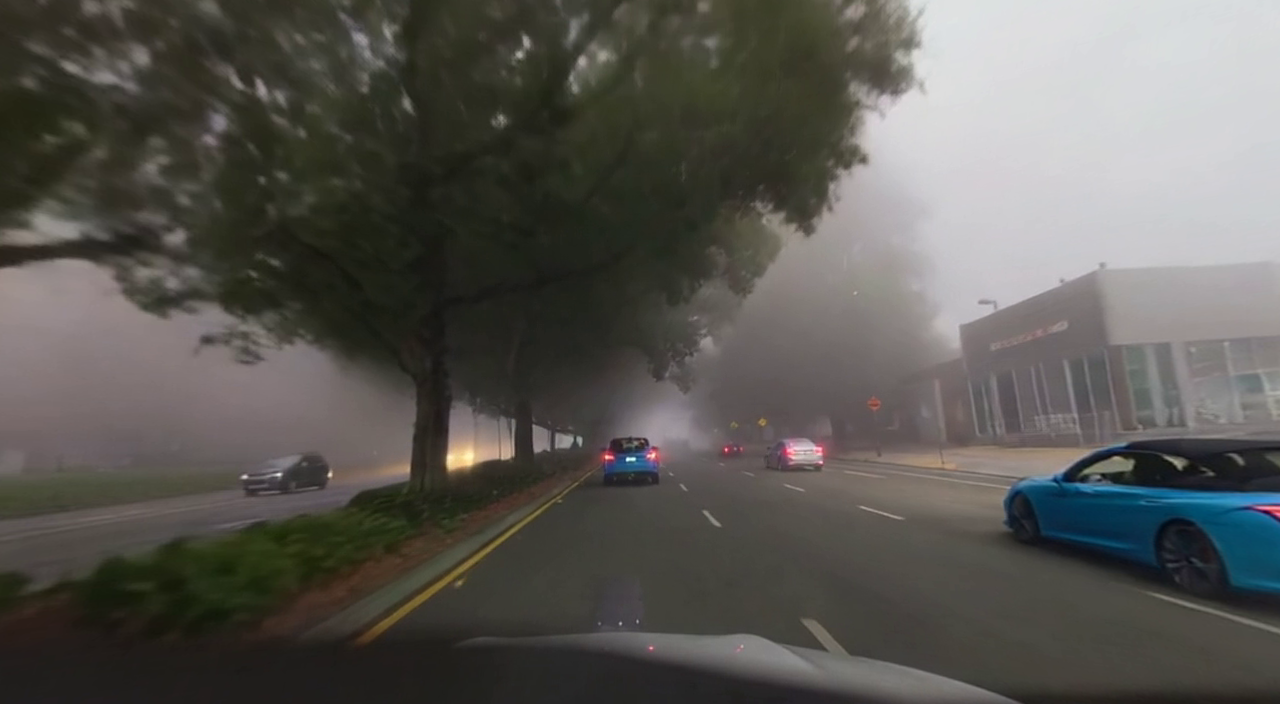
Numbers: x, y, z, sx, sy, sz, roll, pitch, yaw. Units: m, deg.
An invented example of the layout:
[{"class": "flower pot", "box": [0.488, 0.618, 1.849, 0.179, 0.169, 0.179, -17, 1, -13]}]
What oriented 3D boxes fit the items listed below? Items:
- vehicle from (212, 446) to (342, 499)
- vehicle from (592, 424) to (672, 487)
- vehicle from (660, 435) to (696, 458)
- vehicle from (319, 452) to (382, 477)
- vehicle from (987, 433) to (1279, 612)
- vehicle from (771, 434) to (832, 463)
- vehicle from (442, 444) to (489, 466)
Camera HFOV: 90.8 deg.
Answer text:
[{"class": "vehicle", "box": [-13.899, 4.614, 24.626, 2.080, 1.821, 4.833, -1, -9, 1]}, {"class": "vehicle", "box": [-0.256, 3.263, 20.044, 2.266, 1.762, 4.131, 0, -9, -1]}, {"class": "vehicle", "box": [2.517, 6.494, 43.283, 2.078, 1.471, 4.142, 0, -9, -2]}, {"class": "vehicle", "box": [-19.411, 7.547, 42.598, 1.879, 1.513, 4.466, -1, -9, 3]}, {"class": "vehicle", "box": [5.754, 1.464, 6.087, 2.258, 1.294, 4.312, 0, -9, -2]}, {"class": "vehicle", "box": [8.849, 5.371, 35.068, 2.045, 1.484, 4.342, 0, -9, -2]}, {"class": "vehicle", "box": [-13.348, 7.918, 48.703, 2.217, 1.519, 4.724, -1, -9, 1]}]
